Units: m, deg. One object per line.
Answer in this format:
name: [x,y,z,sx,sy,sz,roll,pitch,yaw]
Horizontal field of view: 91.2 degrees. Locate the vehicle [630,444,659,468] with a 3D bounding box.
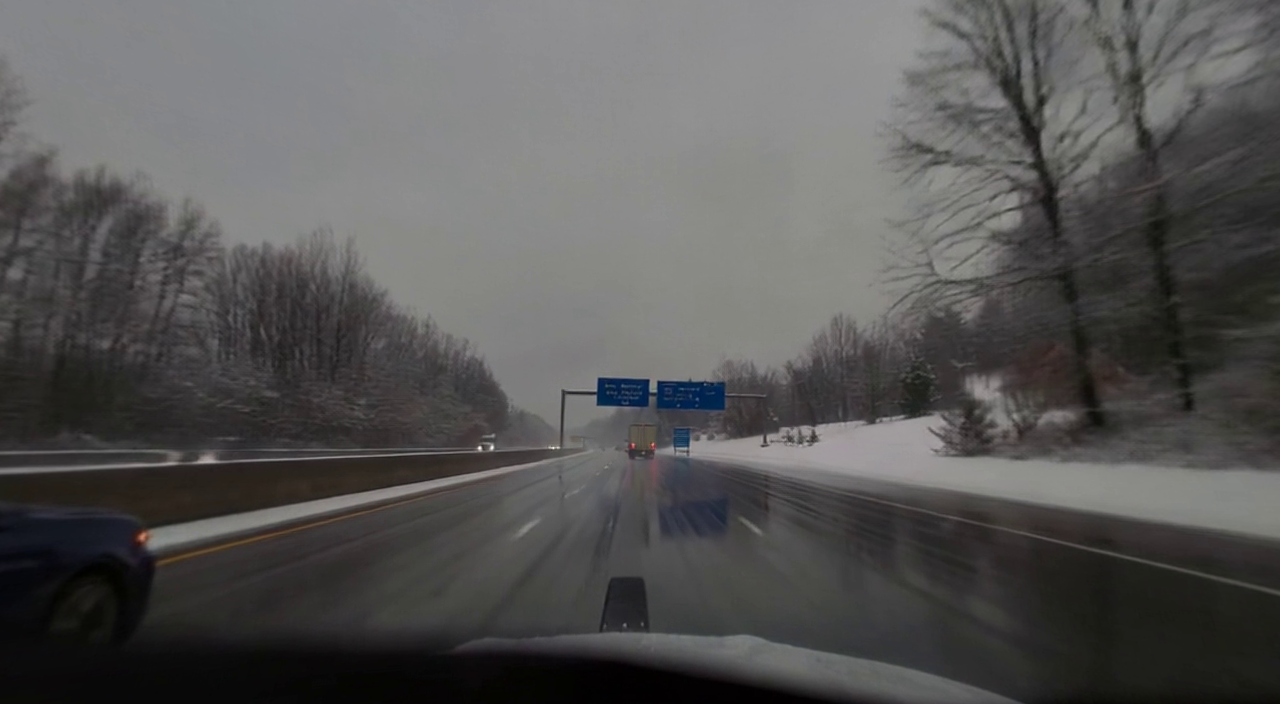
vehicle: [0.273,6.888,41.830,1.859,1.478,3.799,0,-9,0]

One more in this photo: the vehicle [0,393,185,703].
vehicle: [-3.553,0.725,1.161,2.012,1.500,4.452,0,-8,1]
